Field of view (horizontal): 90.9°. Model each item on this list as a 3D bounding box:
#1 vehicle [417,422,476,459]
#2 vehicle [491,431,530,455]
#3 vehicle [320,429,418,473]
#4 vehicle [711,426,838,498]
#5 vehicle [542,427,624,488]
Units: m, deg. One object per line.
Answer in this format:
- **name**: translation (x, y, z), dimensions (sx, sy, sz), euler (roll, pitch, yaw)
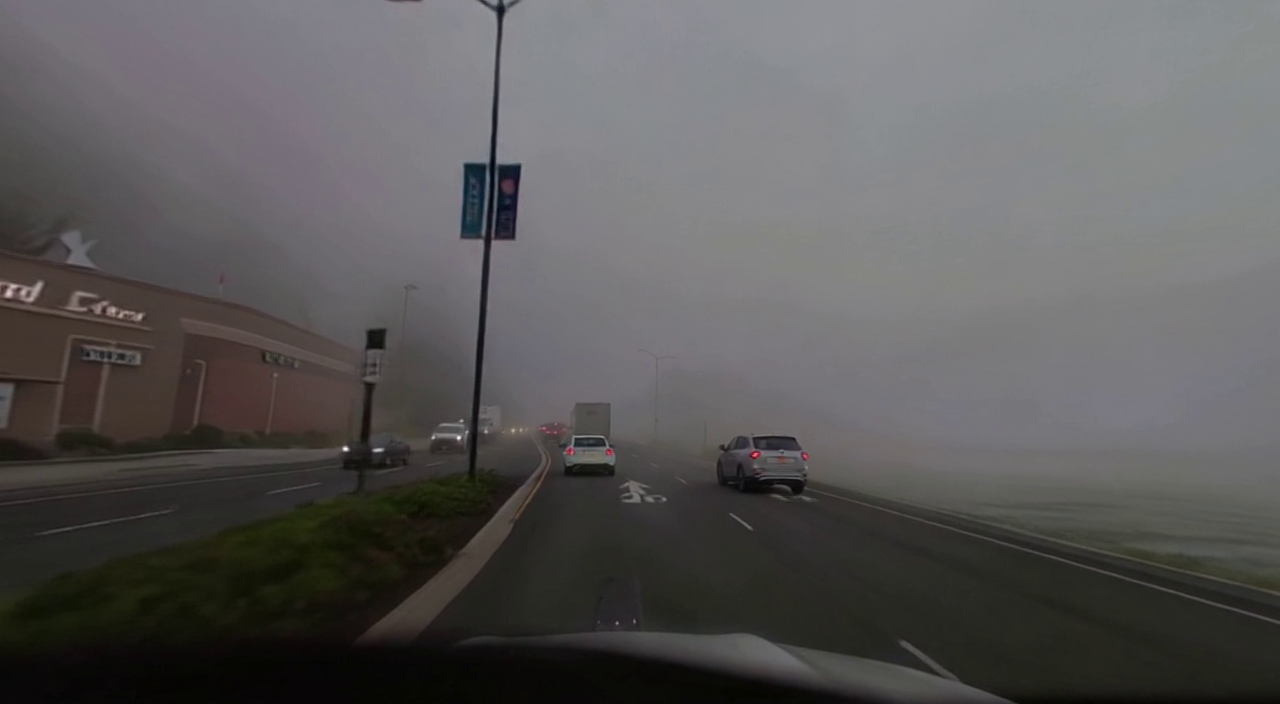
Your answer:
- **vehicle**: translation (-11.319, 5.208, 37.233), dimensions (2.165, 1.966, 5.251), euler (1, -8, -4)
- **vehicle**: translation (-8.689, 6.123, 42.643), dimensions (2.026, 1.520, 4.475), euler (1, -8, -5)
- **vehicle**: translation (-10.077, 3.701, 23.833), dimensions (1.993, 1.482, 4.420), euler (1, -8, -4)
- **vehicle**: translation (3.044, 2.568, 15.158), dimensions (1.889, 1.480, 3.876), euler (1, -8, -5)
- **vehicle**: translation (-1.614, 2.831, 17.272), dimensions (1.991, 1.472, 3.518), euler (1, -8, -7)
